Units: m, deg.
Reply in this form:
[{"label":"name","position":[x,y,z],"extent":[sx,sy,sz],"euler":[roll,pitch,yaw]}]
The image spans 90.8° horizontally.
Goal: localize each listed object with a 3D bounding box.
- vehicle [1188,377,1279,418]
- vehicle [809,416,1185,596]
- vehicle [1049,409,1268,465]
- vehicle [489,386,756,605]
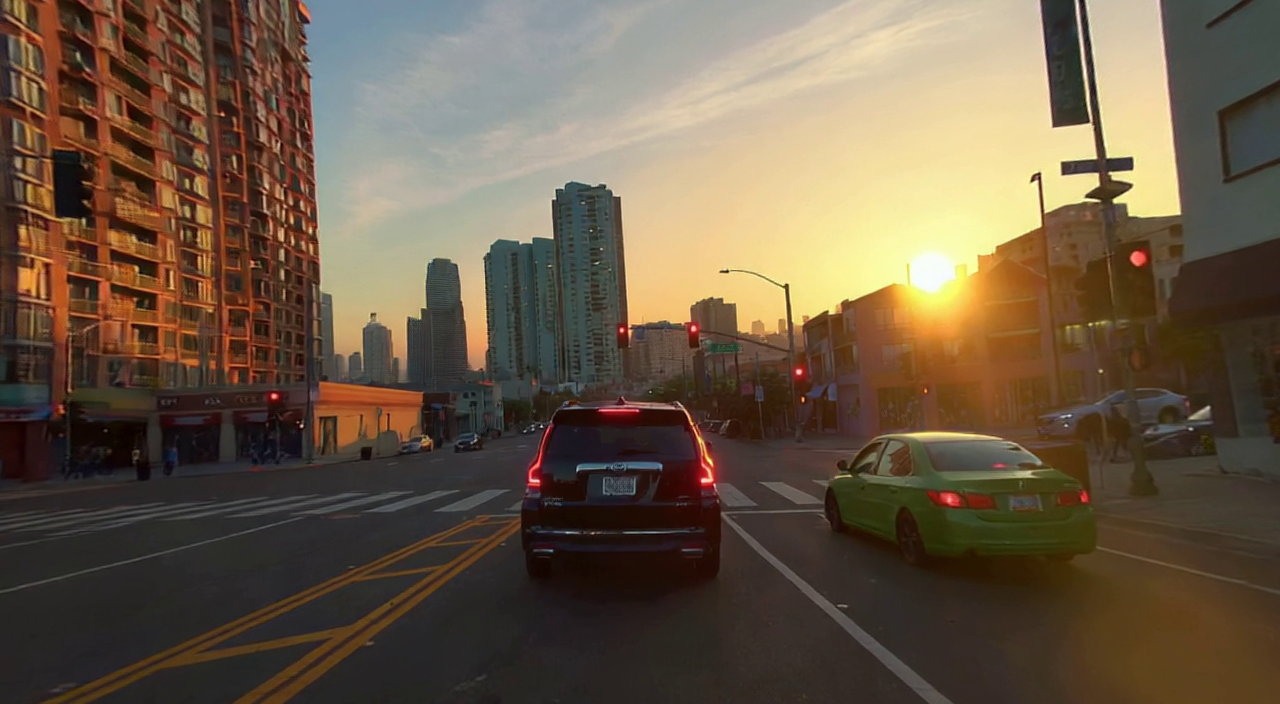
[{"label":"vehicle","position":[26.590,1.978,27.170],"extent":[4.287,1.639,1.729],"euler":[0,-8,1]},{"label":"vehicle","position":[3.688,1.662,7.755],"extent":[1.987,1.538,4.510],"euler":[0,-8,0]},{"label":"vehicle","position":[14.267,2.378,17.605],"extent":[4.354,1.466,1.863],"euler":[-1,-8,2]},{"label":"vehicle","position":[-0.134,1.480,7.305],"extent":[2.168,1.776,4.135],"euler":[0,-8,0]}]
